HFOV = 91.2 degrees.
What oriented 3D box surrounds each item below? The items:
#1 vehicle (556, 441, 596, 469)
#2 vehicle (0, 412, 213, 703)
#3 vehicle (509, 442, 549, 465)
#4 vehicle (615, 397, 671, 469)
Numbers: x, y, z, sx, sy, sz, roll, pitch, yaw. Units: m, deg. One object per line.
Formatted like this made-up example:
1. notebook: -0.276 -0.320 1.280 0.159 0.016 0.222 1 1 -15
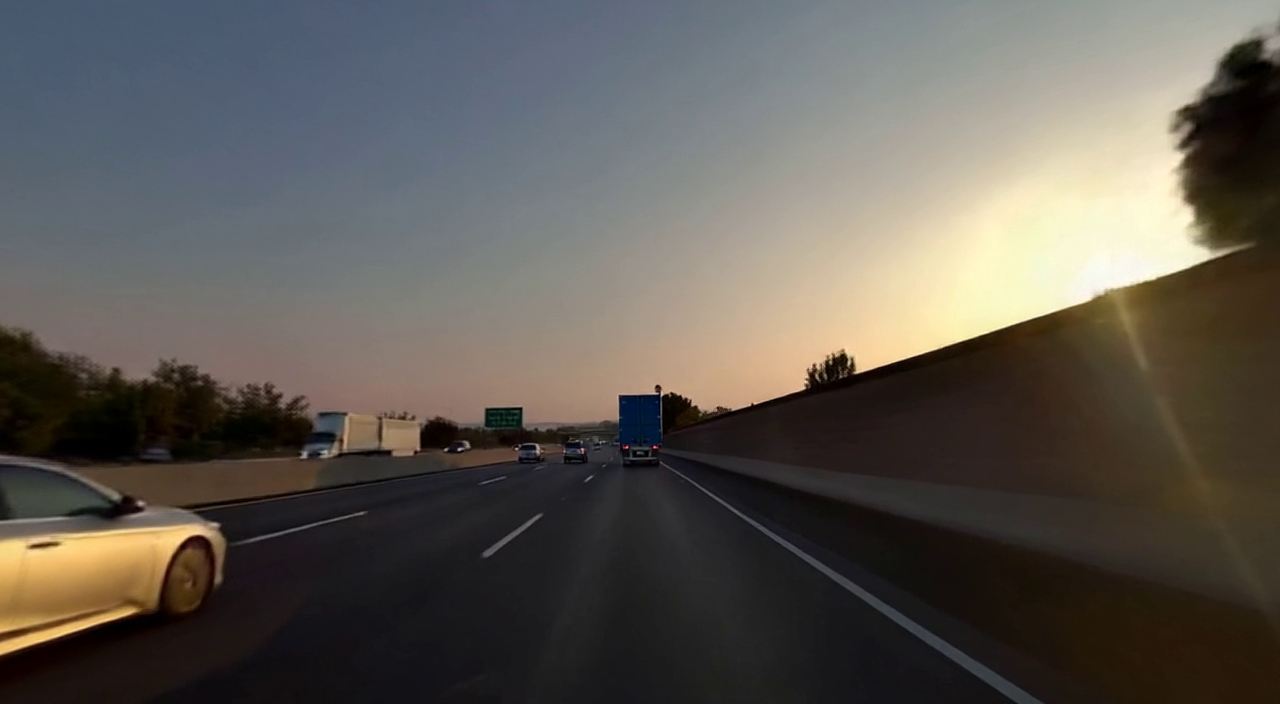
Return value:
1. vehicle: -3.810 6.213 38.075 2.006 1.572 4.082 0 -9 0
2. vehicle: -4.264 1.019 2.881 1.895 1.500 3.808 0 -9 0
3. vehicle: -7.820 7.183 44.552 1.968 1.507 4.673 -1 -9 0
4. vehicle: 0.124 5.436 41.141 3.123 4.094 10.812 0 -9 0
